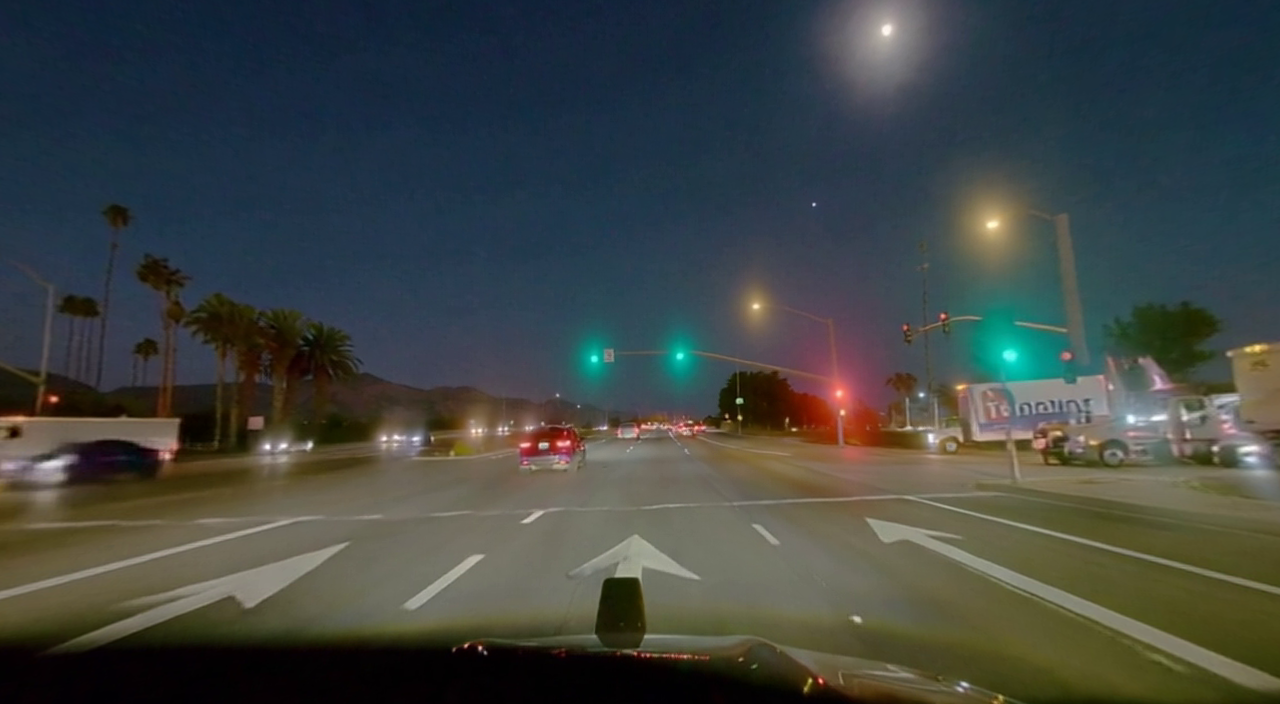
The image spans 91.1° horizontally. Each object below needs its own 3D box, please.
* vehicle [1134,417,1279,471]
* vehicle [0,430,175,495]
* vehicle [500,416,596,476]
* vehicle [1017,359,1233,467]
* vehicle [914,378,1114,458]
[{"bbox_3d":[19.217,2.965,20.204,4.769,1.638,2.091,0,-8,2],"label":"vehicle"},{"bbox_3d":[-15.744,3.005,17.507,1.942,1.542,4.576,0,-8,1],"label":"vehicle"},{"bbox_3d":[-2.843,3.078,20.667,2.287,1.712,4.537,0,-8,2],"label":"vehicle"},{"bbox_3d":[18.413,2.419,24.236,5.512,3.865,3.002,-1,-9,2],"label":"vehicle"},{"bbox_3d":[16.995,3.167,29.197,7.088,3.414,3.237,-2,-8,12],"label":"vehicle"}]
